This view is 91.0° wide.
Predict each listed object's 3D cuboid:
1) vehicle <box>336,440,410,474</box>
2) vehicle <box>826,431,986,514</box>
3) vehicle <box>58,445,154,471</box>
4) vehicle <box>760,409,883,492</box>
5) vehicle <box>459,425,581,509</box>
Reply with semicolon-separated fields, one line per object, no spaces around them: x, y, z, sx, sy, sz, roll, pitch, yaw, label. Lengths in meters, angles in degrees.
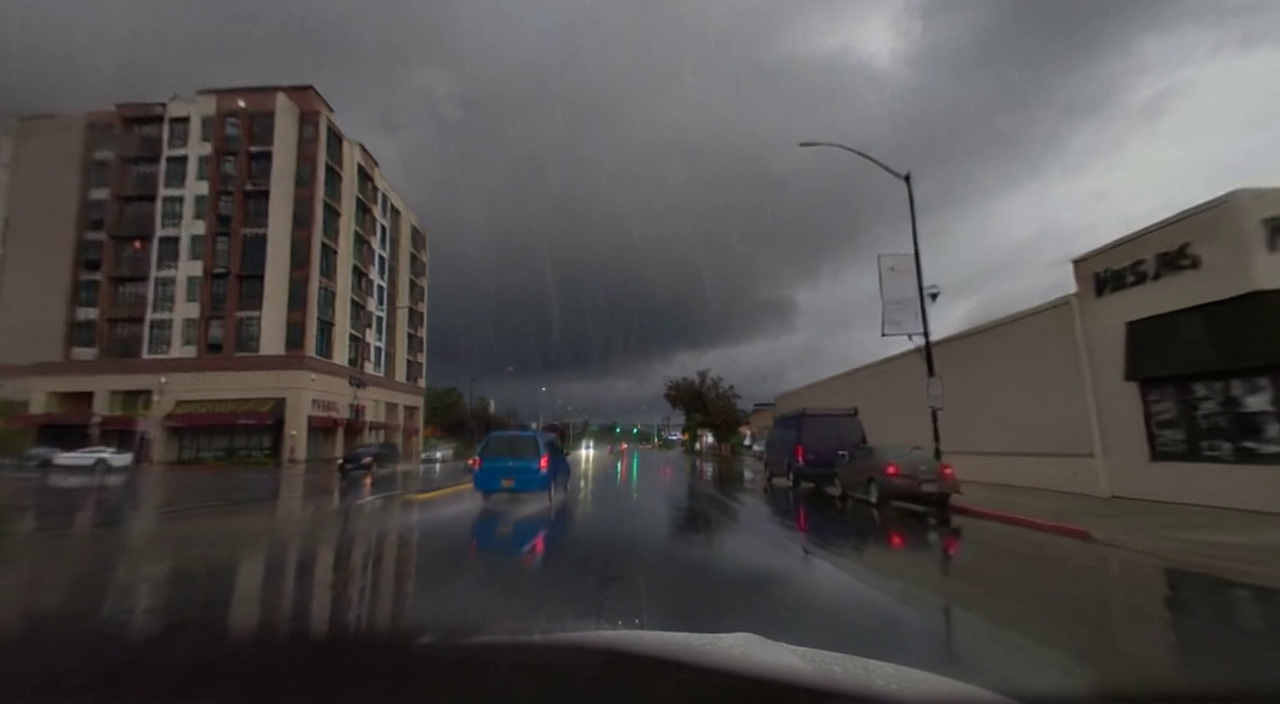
-14.488;5.731;34.461;1.993;1.710;4.520;0;-8;1;vehicle
6.426;2.942;15.964;1.942;1.753;4.912;0;-8;1;vehicle
-33.583;6.647;39.814;1.794;1.478;4.992;0;-8;-2;vehicle
6.255;3.523;22.757;2.642;2.582;6.157;0;-8;1;vehicle
-2.652;2.666;14.942;2.080;1.722;3.766;0;-8;1;vehicle
